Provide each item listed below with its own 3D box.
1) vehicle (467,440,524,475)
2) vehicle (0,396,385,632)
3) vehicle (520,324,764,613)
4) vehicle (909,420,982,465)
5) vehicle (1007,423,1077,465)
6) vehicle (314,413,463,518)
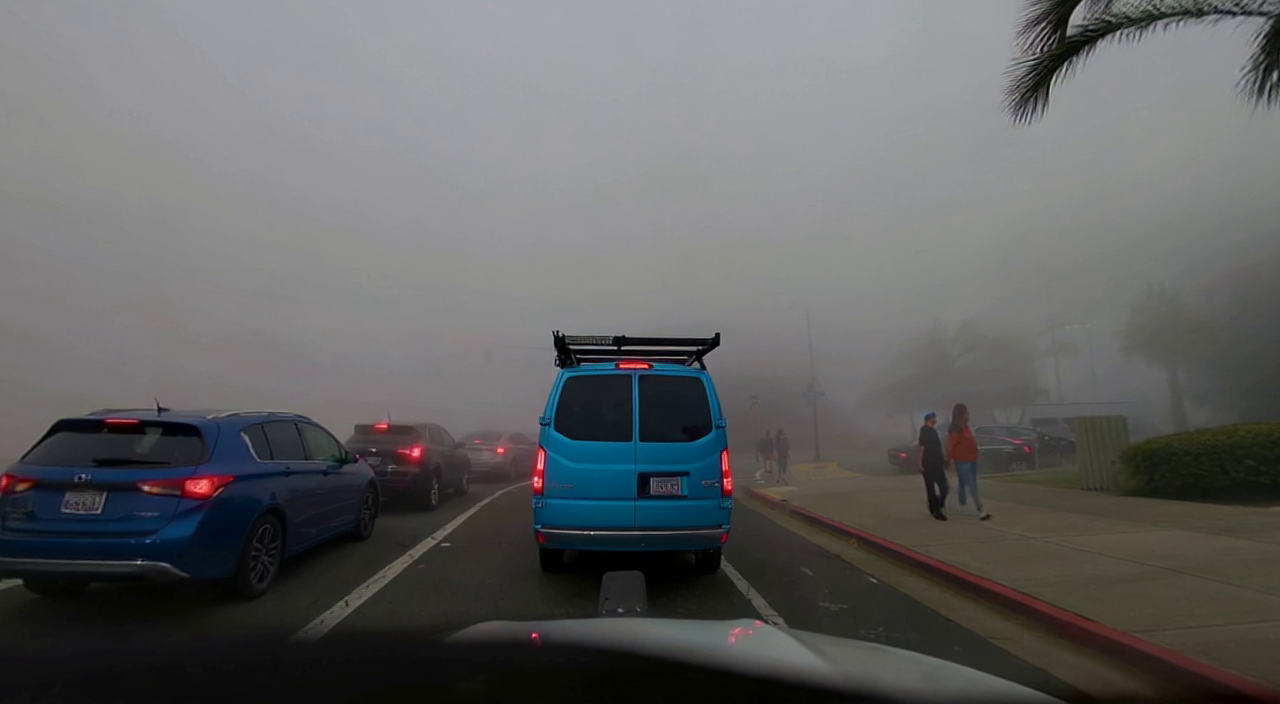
[{"bbox_3d":[-6.842,4.886,29.561,1.818,1.479,4.428,4,-9,-22],"label":"vehicle"},{"bbox_3d":[-4.399,1.468,6.671,1.986,1.643,4.315,1,-9,-6],"label":"vehicle"},{"bbox_3d":[-0.201,1.214,7.162,1.902,2.238,4.263,1,-9,-6],"label":"vehicle"},{"bbox_3d":[12.643,3.755,26.044,2.046,1.675,3.924,-6,-10,33],"label":"vehicle"},{"bbox_3d":[15.786,3.616,24.713,2.048,1.475,3.972,-6,-10,34],"label":"vehicle"},{"bbox_3d":[-5.210,2.413,13.887,2.089,1.854,5.022,2,-9,-11],"label":"vehicle"}]
